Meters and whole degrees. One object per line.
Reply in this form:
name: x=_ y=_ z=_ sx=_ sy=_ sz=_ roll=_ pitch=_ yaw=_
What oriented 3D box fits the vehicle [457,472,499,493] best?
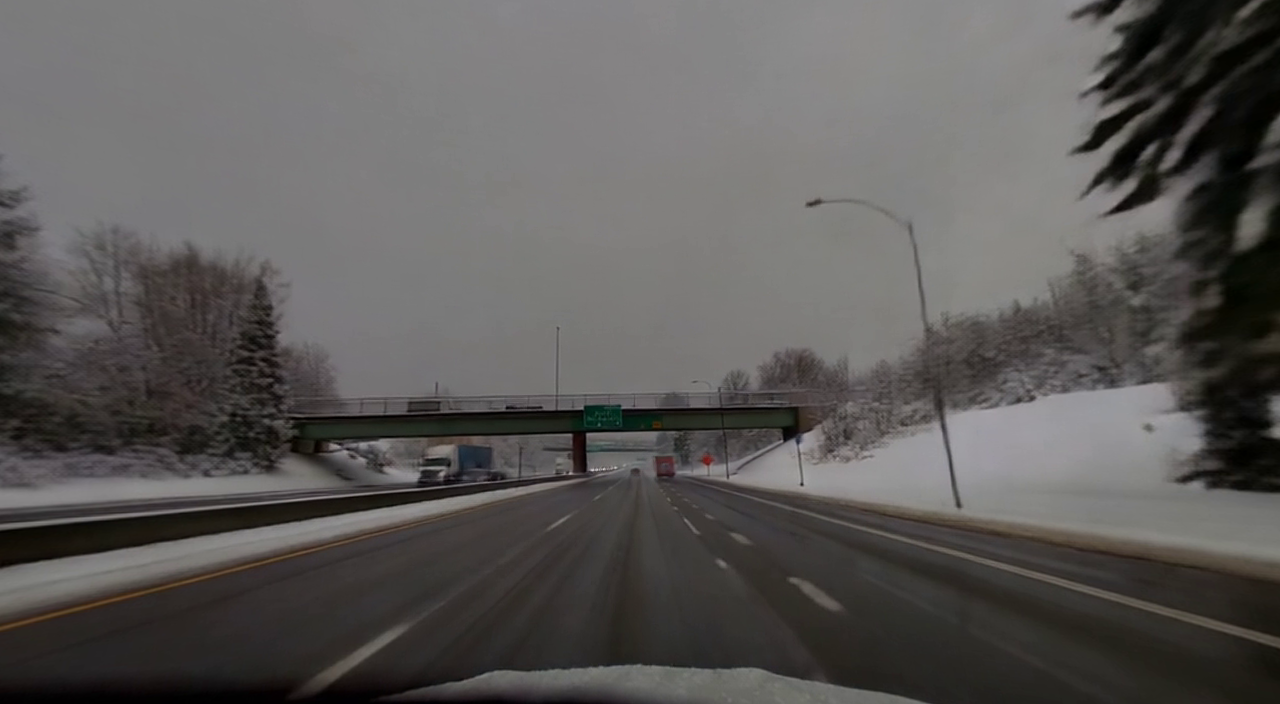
vehicle: x=-12.072 y=9.745 z=47.320 sx=1.925 sy=1.436 sz=4.717 roll=1 pitch=-10 yaw=0
